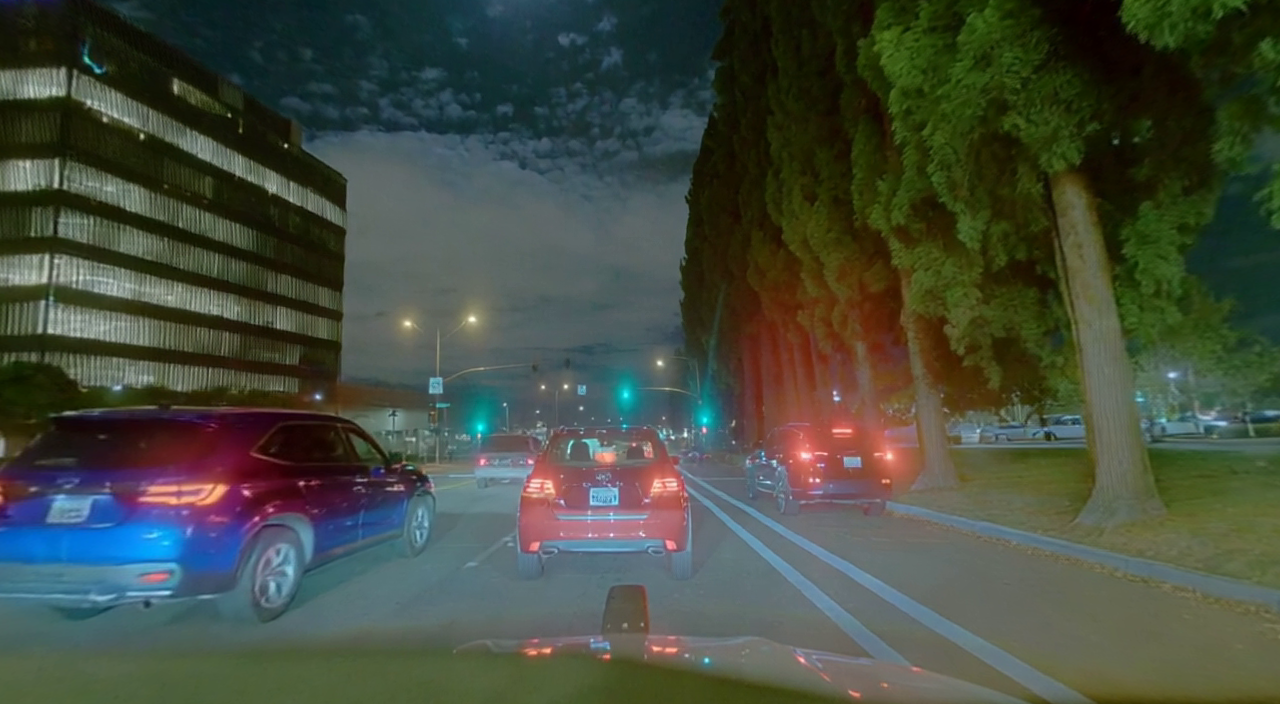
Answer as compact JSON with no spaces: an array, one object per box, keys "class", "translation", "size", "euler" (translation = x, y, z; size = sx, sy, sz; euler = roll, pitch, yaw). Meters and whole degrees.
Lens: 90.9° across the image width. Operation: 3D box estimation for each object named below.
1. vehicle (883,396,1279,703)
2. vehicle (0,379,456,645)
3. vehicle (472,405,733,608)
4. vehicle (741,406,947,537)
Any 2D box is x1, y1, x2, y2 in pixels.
[{"class":"vehicle","translation":[3.250,1.068,3.393],"size":[2.045,1.459,4.462],"euler":[0,-8,-1]},{"class":"vehicle","translation":[-3.750,1.386,6.566],"size":[2.141,1.718,4.809],"euler":[0,-8,1]},{"class":"vehicle","translation":[-0.353,1.585,7.427],"size":[2.114,1.631,4.459],"euler":[0,-8,-1]},{"class":"vehicle","translation":[3.340,2.085,11.539],"size":[2.117,1.879,4.715],"euler":[0,-8,-1]}]
